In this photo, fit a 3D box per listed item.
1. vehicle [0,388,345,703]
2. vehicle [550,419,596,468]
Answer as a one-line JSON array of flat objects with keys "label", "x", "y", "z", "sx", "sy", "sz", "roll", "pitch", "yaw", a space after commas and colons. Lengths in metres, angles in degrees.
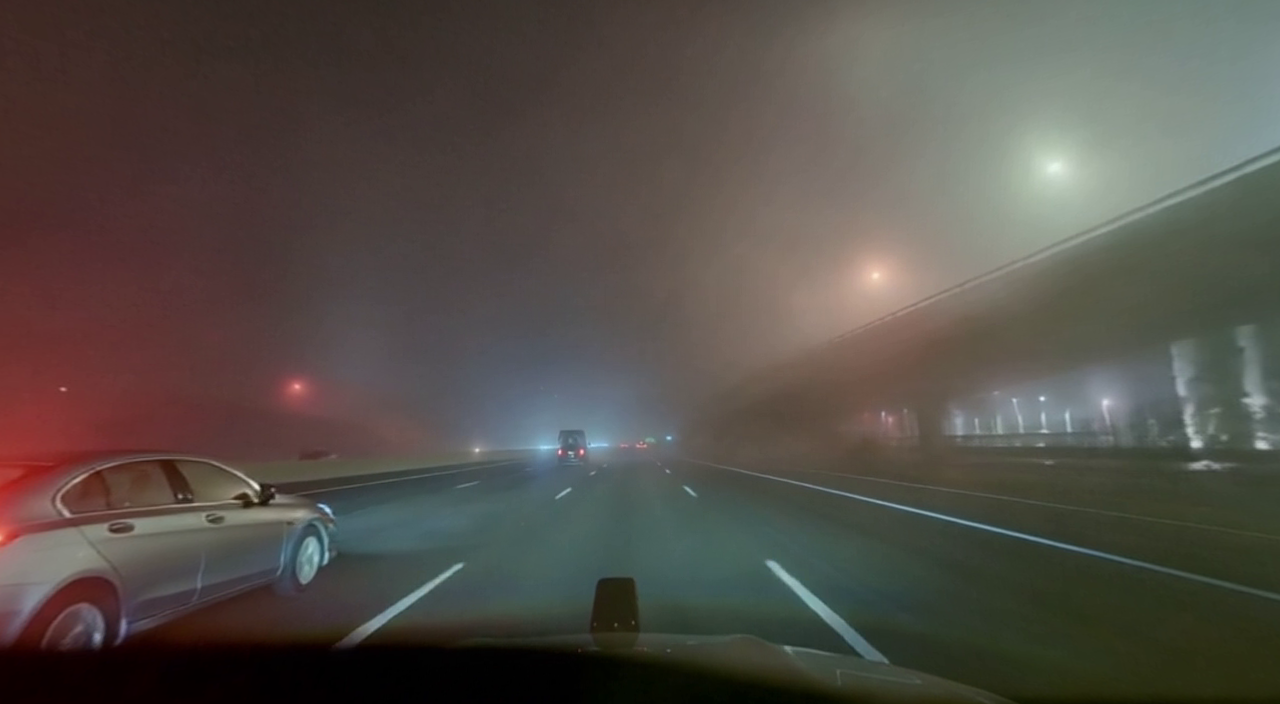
[{"label": "vehicle", "x": -3.828, "y": 1.066, "z": 3.607, "sx": 2.025, "sy": 1.556, "sz": 4.594, "roll": 0, "pitch": -8, "yaw": 0}, {"label": "vehicle", "x": -4.301, "y": 6.066, "z": 41.721, "sx": 2.364, "sy": 2.953, "sz": 6.732, "roll": 0, "pitch": -8, "yaw": -1}]
